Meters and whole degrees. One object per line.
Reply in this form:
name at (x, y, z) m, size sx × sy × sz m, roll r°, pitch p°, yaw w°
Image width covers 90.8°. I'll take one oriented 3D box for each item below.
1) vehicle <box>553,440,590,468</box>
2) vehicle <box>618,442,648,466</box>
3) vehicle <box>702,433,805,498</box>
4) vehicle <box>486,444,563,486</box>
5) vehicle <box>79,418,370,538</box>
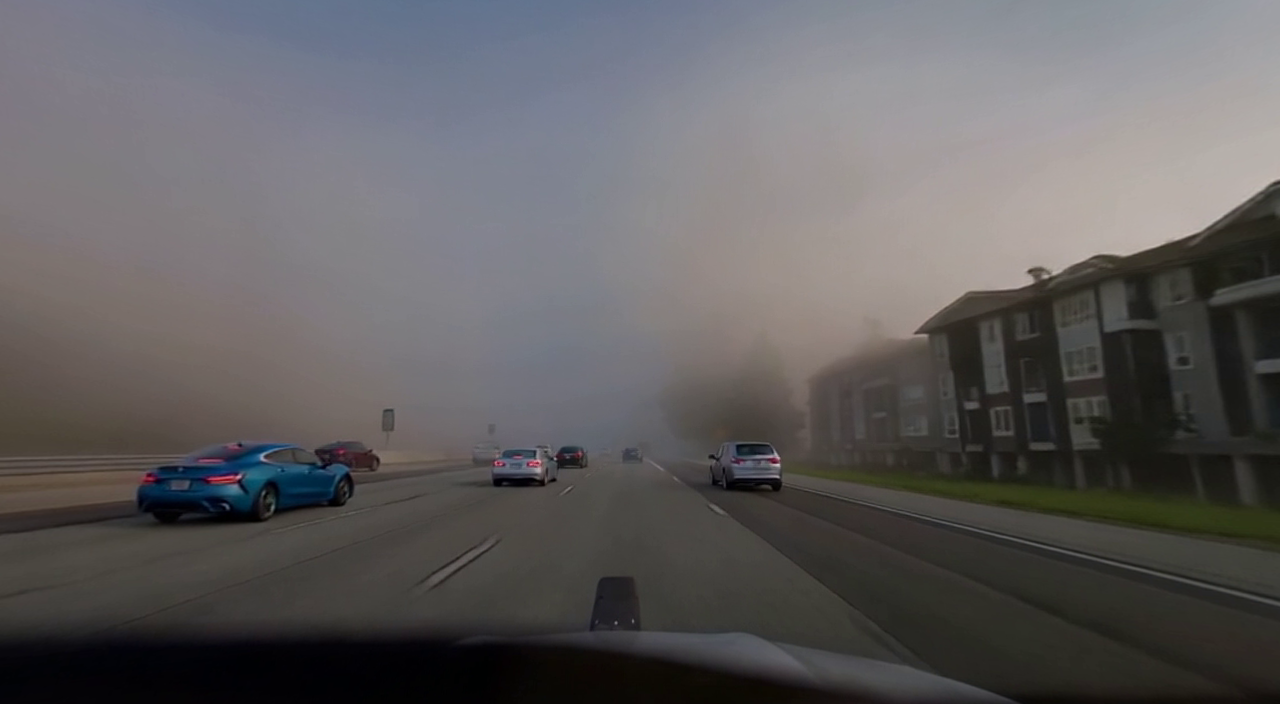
vehicle at (-4.564, 6.840, 42.574) m, size 2.044 × 1.774 × 4.329 m, roll 0°, pitch -9°, yaw 0°
vehicle at (-0.521, 7.305, 45.465) m, size 2.053 × 1.650 × 3.945 m, roll 0°, pitch -9°, yaw -1°
vehicle at (3.158, 3.258, 18.604) m, size 2.061 × 1.658 × 4.417 m, roll 0°, pitch -8°, yaw -2°
vehicle at (-4.238, 4.229, 23.999) m, size 2.124 × 1.426 × 4.444 m, roll 0°, pitch -8°, yaw -1°
vehicle at (-7.326, 2.268, 12.059) m, size 2.086 × 1.776 × 5.080 m, roll 0°, pitch -9°, yaw 0°
